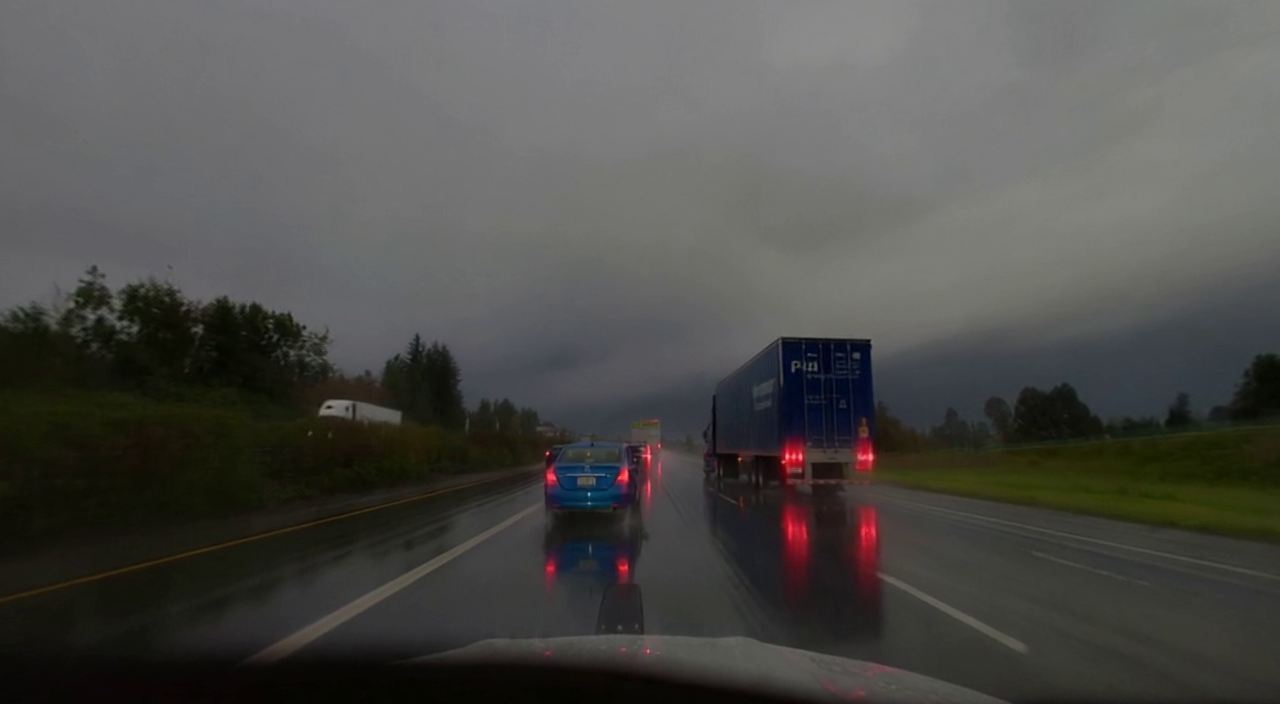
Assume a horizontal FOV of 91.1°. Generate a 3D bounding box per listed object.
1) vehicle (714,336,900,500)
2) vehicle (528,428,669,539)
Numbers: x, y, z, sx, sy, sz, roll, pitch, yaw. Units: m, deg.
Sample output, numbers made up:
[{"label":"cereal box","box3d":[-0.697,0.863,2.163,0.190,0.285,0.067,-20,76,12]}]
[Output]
[{"label":"vehicle","box3d":[4.901,2.667,22.521,2.825,4.043,14.051,0,-9,0]},{"label":"vehicle","box3d":[-0.604,2.198,11.057,2.038,1.582,3.729,0,-9,0]}]
